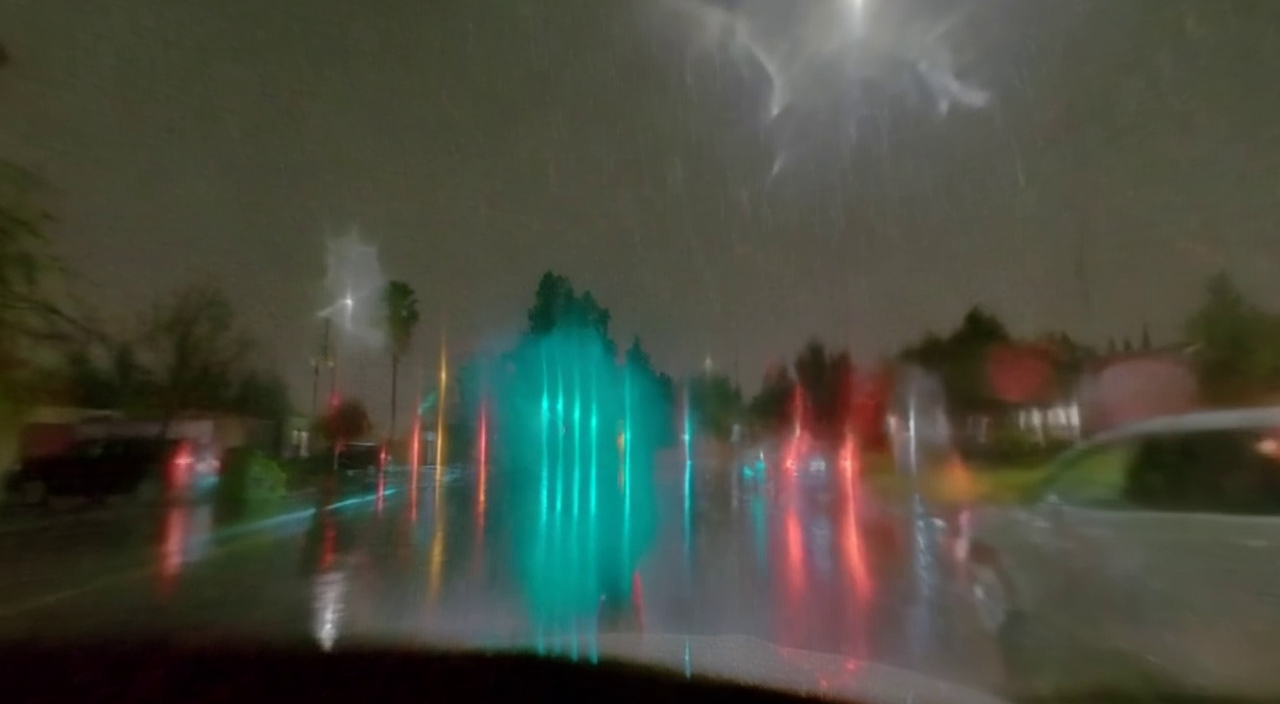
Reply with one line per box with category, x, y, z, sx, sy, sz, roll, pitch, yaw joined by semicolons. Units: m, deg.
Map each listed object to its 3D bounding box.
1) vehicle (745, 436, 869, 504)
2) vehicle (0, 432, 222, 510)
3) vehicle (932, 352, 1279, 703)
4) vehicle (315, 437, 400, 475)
vehicle;4.091;2.954;16.370;2.065;1.478;4.828;0;-8;2
vehicle;-13.632;3.001;16.192;4.379;1.822;2.038;-1;-8;3
vehicle;3.089;0.838;2.248;2.037;1.595;4.536;0;-8;2
vehicle;-13.313;4.927;30.057;2.003;1.637;4.297;0;-8;0
